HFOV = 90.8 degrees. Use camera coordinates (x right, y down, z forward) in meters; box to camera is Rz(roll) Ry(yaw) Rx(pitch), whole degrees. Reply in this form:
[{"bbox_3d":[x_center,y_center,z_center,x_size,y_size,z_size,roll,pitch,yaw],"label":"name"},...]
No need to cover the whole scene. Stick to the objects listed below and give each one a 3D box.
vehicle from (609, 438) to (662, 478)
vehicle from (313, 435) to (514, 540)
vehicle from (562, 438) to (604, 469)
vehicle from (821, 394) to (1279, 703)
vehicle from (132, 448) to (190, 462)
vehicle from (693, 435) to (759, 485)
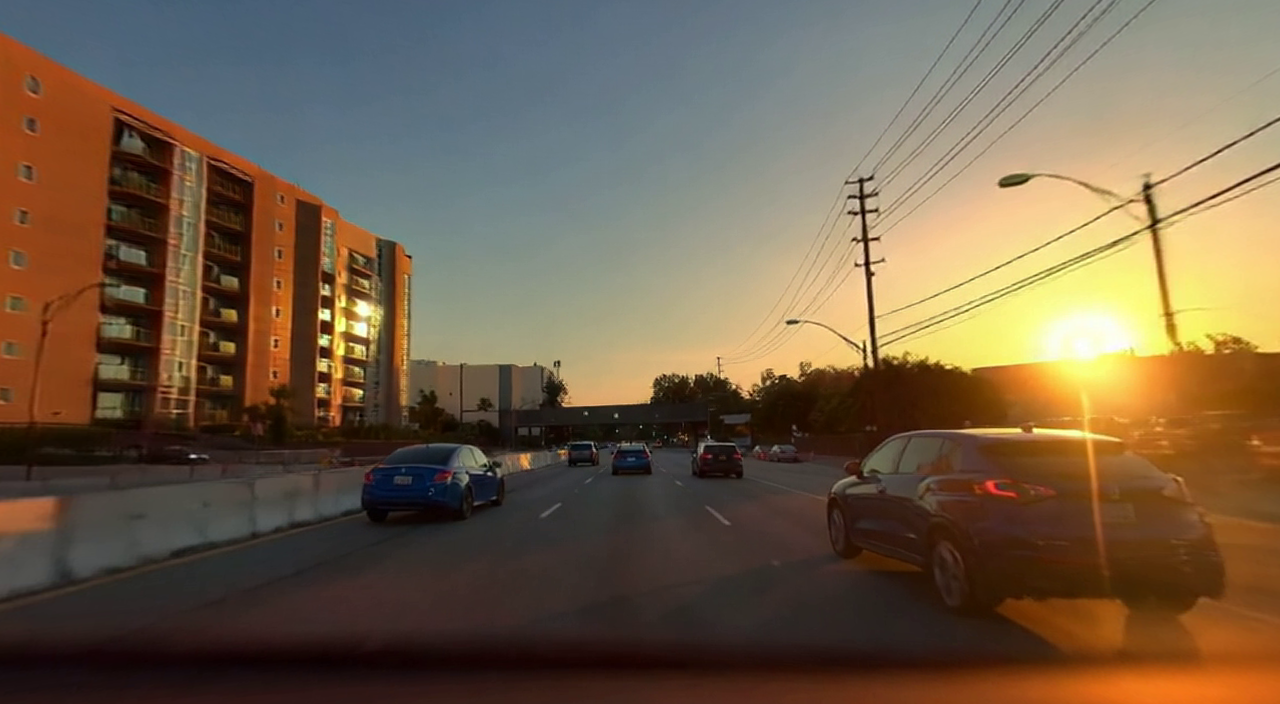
[{"bbox_3d":[-0.179,4.919,29.678,2.291,1.714,4.217,0,-8,0],"label":"vehicle"},{"bbox_3d":[-3.662,2.247,11.165,1.968,1.473,4.209,0,-8,0],"label":"vehicle"},{"bbox_3d":[-3.608,6.502,40.737,2.190,1.832,4.417,0,-8,1],"label":"vehicle"},{"bbox_3d":[3.107,1.310,5.284,1.975,1.598,4.025,0,-8,0],"label":"vehicle"},{"bbox_3d":[-37.016,7.951,48.814,3.745,1.024,2.044,-5,-10,27],"label":"vehicle"},{"bbox_3d":[3.371,4.321,25.590,2.029,1.797,4.218,0,-8,-1],"label":"vehicle"}]
